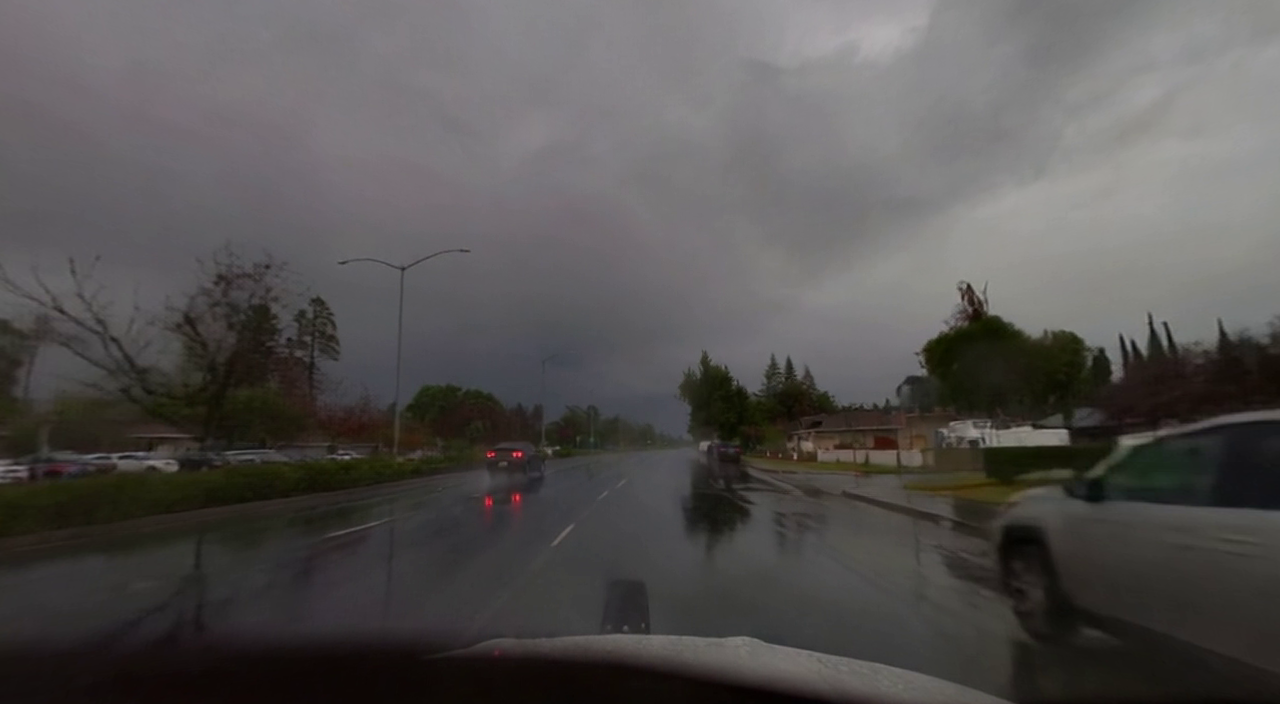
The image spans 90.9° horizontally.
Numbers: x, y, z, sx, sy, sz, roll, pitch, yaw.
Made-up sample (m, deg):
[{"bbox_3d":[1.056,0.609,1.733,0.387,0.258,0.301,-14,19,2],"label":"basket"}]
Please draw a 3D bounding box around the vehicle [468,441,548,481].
[{"bbox_3d":[-5.186,4.343,25.445,2.060,1.473,4.645,0,-8,2],"label":"vehicle"}]

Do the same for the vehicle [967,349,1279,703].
[{"bbox_3d":[3.659,0.864,2.704,2.064,1.697,4.718,0,-8,1],"label":"vehicle"}]

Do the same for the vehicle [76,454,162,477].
[{"bbox_3d":[-34.553,7.503,41.885,3.856,1.439,1.884,2,-9,-13],"label":"vehicle"}]

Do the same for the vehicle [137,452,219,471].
[{"bbox_3d":[-35.731,8.491,48.817,4.690,1.435,1.908,2,-10,-8],"label":"vehicle"}]
